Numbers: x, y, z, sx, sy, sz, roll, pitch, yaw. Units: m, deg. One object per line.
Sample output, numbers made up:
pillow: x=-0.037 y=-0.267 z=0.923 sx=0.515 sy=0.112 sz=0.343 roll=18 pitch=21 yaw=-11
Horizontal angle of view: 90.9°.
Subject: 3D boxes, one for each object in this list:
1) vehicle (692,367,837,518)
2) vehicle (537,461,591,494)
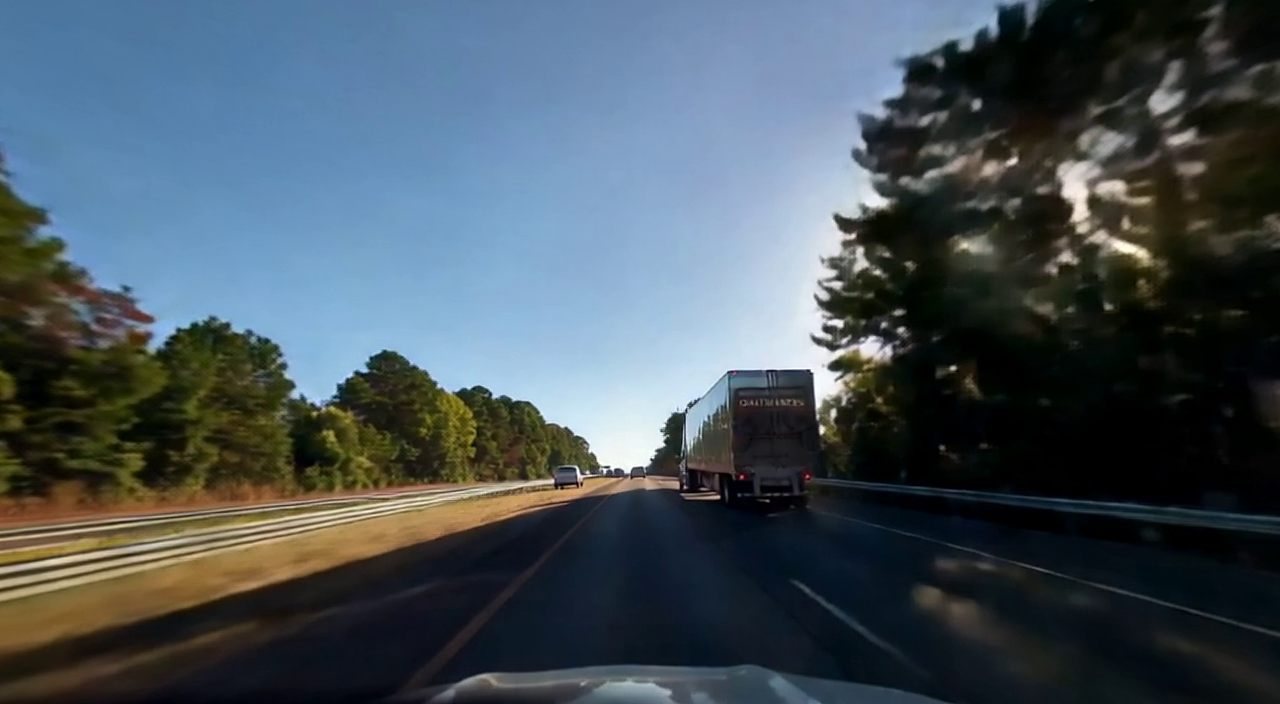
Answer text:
vehicle: x=3.785 y=3.368 z=22.343 sx=2.871 sy=4.032 sz=10.642 roll=1 pitch=-10 yaw=0
vehicle: x=-3.945 y=6.632 z=33.512 sx=2.180 sy=1.556 sz=4.895 roll=0 pitch=-10 yaw=1
